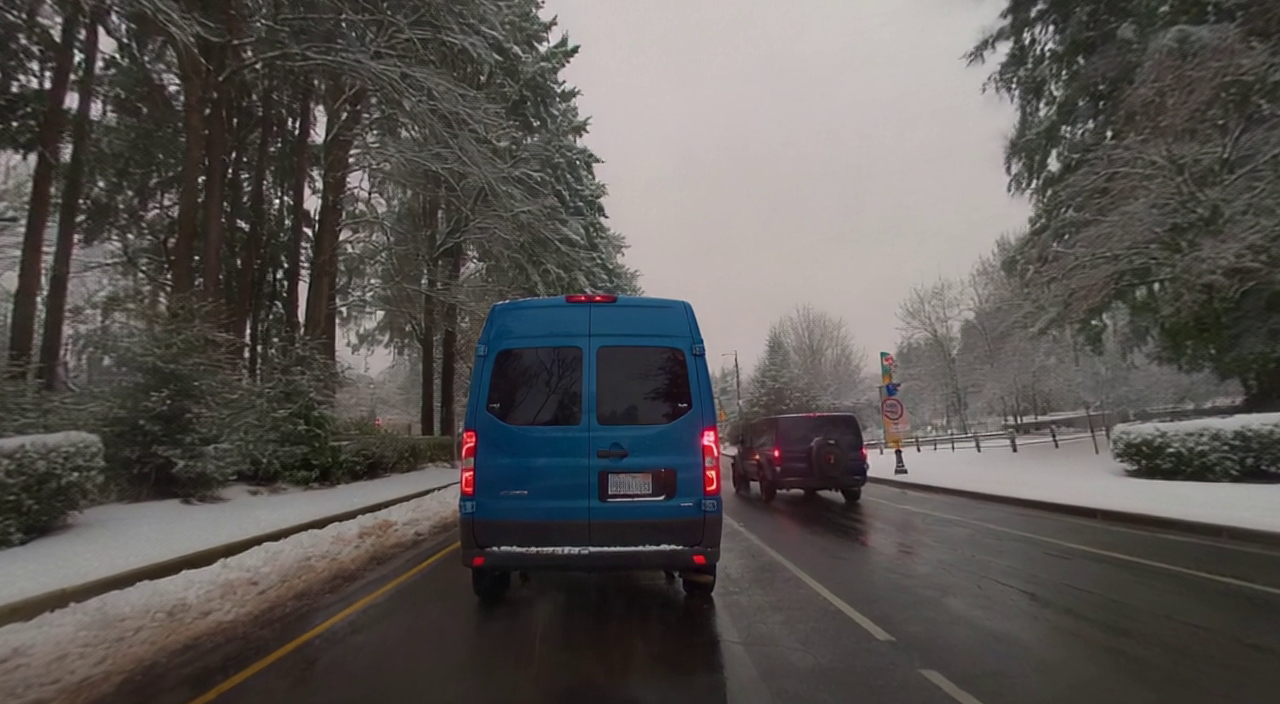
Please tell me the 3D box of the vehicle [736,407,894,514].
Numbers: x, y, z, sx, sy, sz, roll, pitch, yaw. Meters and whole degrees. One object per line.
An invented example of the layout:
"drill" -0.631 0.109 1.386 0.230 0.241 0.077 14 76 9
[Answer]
"vehicle" 3.395 2.207 13.202 1.988 1.873 3.968 0 -9 -3

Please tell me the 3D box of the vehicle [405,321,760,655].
"vehicle" -0.326 1.133 6.098 2.145 2.046 4.309 0 -9 1

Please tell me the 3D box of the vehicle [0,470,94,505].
"vehicle" -28.148 6.139 28.704 4.726 1.456 1.873 1 -9 -4
